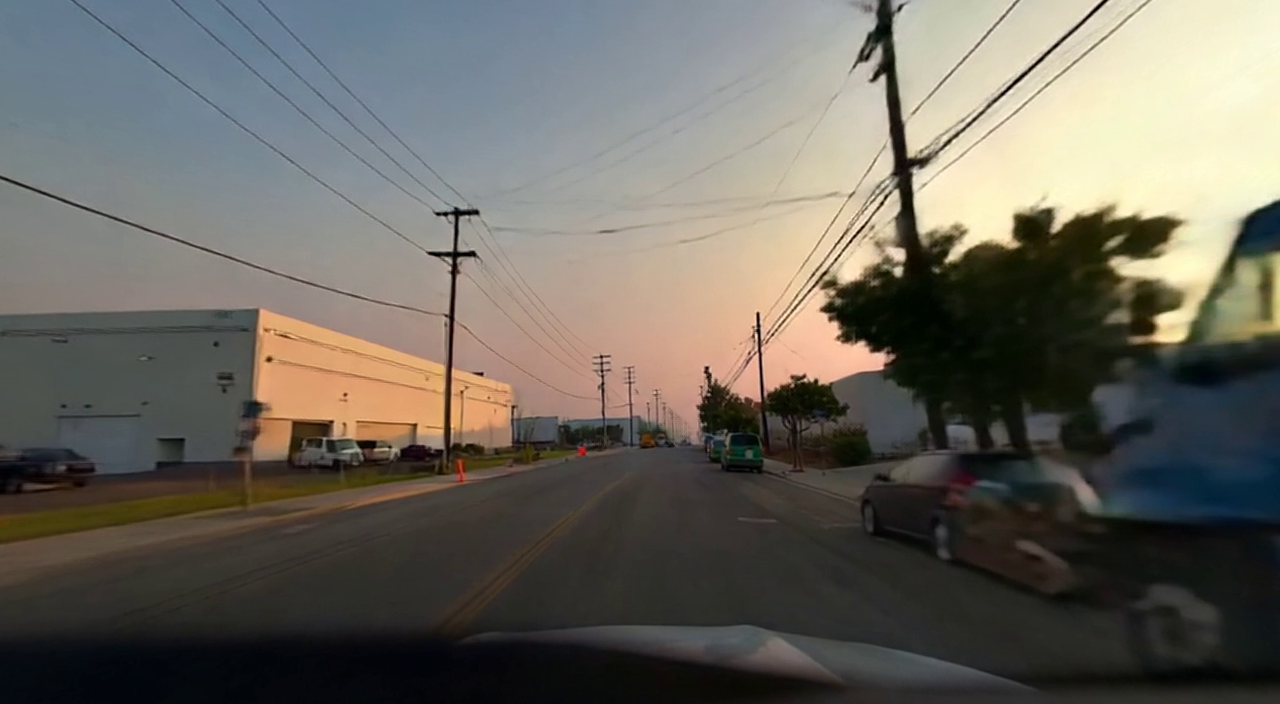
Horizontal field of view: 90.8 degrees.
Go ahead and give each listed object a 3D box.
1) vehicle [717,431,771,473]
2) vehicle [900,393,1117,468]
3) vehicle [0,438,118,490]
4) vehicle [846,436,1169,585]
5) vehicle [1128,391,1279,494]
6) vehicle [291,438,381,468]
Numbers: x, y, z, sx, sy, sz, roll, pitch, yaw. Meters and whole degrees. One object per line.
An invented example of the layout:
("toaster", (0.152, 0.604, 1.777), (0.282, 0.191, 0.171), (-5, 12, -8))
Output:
("vehicle", (5.279, 5.164, 32.764), (2.010, 1.985, 5.124), (-1, -8, 1))
("vehicle", (12.805, 2.822, 22.387), (6.092, 2.433, 2.196), (-1, -8, 5))
("vehicle", (-23.270, 4.264, 24.251), (4.417, 1.867, 2.030), (1, -8, -6))
("vehicle", (4.559, 1.968, 8.747), (1.918, 1.543, 4.028), (0, -8, -2))
("vehicle", (11.460, 1.593, 10.953), (1.913, 1.672, 4.770), (2, -8, -5))
("vehicle", (-17.942, 5.964, 37.644), (2.102, 1.628, 5.130), (-2, -8, 10))
